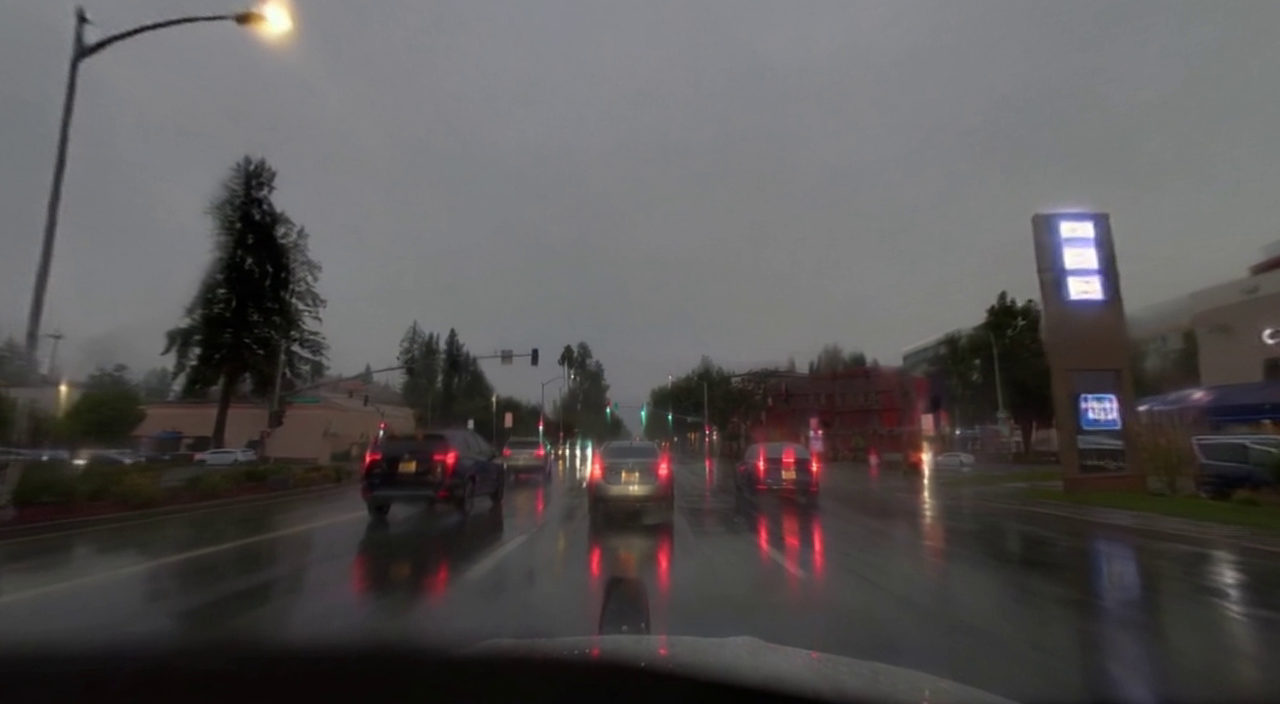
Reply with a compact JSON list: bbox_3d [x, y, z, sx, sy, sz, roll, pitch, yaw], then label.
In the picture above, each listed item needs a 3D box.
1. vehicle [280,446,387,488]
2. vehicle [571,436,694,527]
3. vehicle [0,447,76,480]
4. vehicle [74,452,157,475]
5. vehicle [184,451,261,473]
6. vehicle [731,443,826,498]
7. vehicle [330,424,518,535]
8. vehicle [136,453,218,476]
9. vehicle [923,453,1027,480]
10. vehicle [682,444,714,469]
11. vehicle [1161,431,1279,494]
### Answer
[{"bbox_3d":[-11.999,4.496,25.082,1.900,1.466,4.627,0,-8,1],"label":"vehicle"},{"bbox_3d":[-0.132,2.550,13.005,2.121,1.563,4.031,0,-8,0],"label":"vehicle"},{"bbox_3d":[-38.603,6.837,38.438,5.759,1.815,2.218,2,-8,-29],"label":"vehicle"},{"bbox_3d":[-36.419,7.727,43.884,4.062,1.493,1.899,4,-10,-27],"label":"vehicle"},{"bbox_3d":[-30.921,8.149,46.865,4.523,1.469,1.986,5,-10,-28],"label":"vehicle"},{"bbox_3d":[4.069,3.545,19.301,1.979,1.485,4.207,0,-8,0],"label":"vehicle"},{"bbox_3d":[-3.731,2.267,11.799,1.983,1.685,3.997,0,-8,2],"label":"vehicle"},{"bbox_3d":[-31.260,7.586,42.675,4.106,1.384,1.878,4,-9,-25],"label":"vehicle"},{"bbox_3d":[19.147,6.576,36.192,4.795,1.457,1.986,-1,-9,4],"label":"vehicle"},{"bbox_3d":[3.936,7.116,43.107,1.848,1.665,3.747,0,-8,0],"label":"vehicle"},{"bbox_3d":[17.761,3.089,17.793,1.907,1.669,4.147,5,-10,-29],"label":"vehicle"}]
